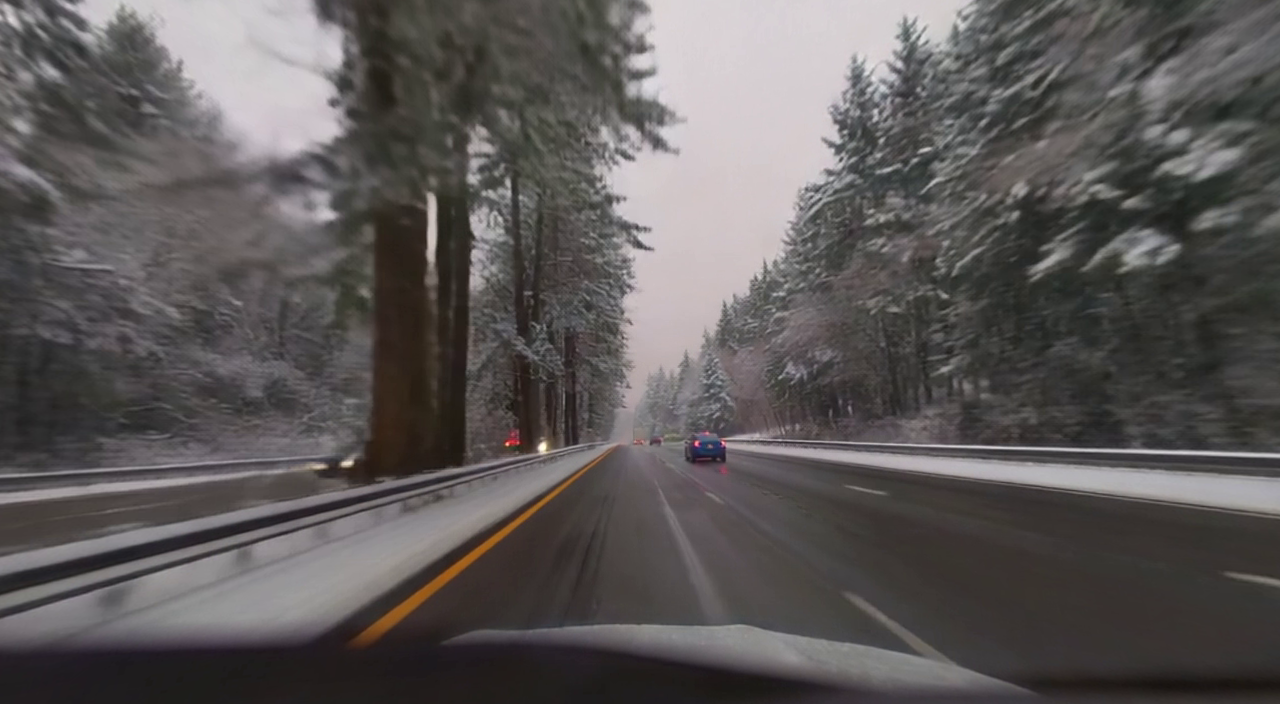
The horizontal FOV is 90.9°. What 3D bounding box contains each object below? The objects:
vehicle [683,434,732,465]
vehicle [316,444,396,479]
[{"bbox_3d":[3.428,5.031,32.844,2.017,1.502,4.369,0,-8,-1],"label":"vehicle"},{"bbox_3d":[-13.324,5.115,29.870,1.844,1.473,4.408,0,-8,-1],"label":"vehicle"}]
